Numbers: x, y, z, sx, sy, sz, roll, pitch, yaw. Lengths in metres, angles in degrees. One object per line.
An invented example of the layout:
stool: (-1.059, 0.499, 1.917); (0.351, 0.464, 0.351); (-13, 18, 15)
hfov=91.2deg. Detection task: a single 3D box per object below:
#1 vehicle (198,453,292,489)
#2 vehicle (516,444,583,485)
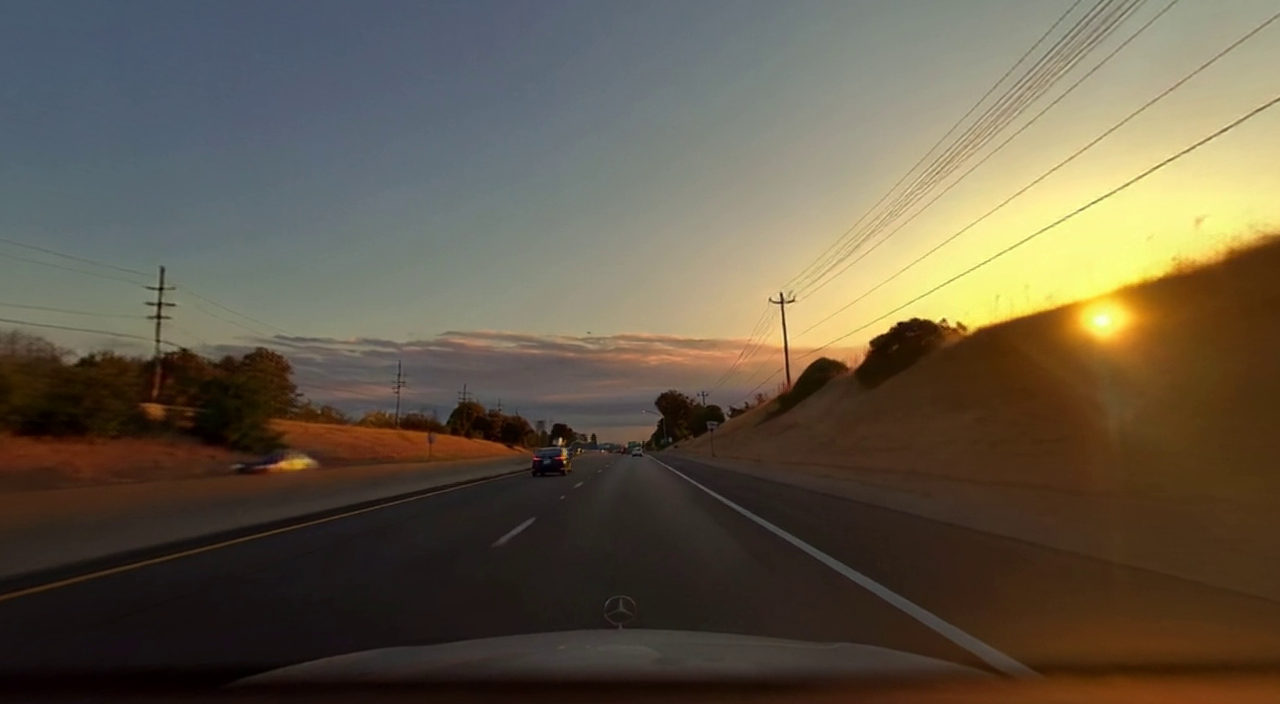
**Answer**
vehicle: (-17.703, 5.325, 28.309); (1.728, 1.462, 3.810); (0, -9, 0)
vehicle: (-3.652, 4.641, 26.084); (2.123, 1.545, 4.404); (0, -9, 0)
